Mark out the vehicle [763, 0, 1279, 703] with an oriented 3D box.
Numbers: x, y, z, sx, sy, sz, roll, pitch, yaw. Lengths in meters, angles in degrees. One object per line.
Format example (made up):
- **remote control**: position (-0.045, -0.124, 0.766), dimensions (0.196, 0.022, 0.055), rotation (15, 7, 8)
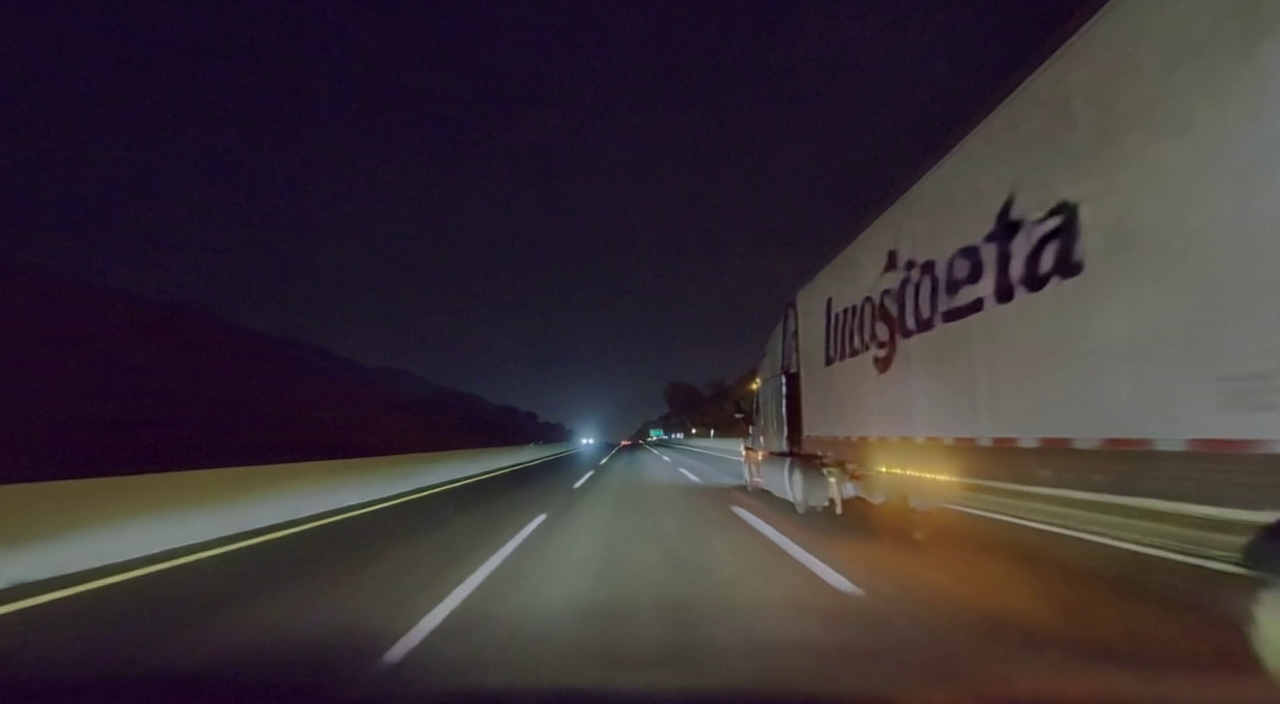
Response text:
- **vehicle**: position (4.050, 0.021, 5.306), dimensions (2.920, 4.029, 13.900), rotation (0, -8, -1)
